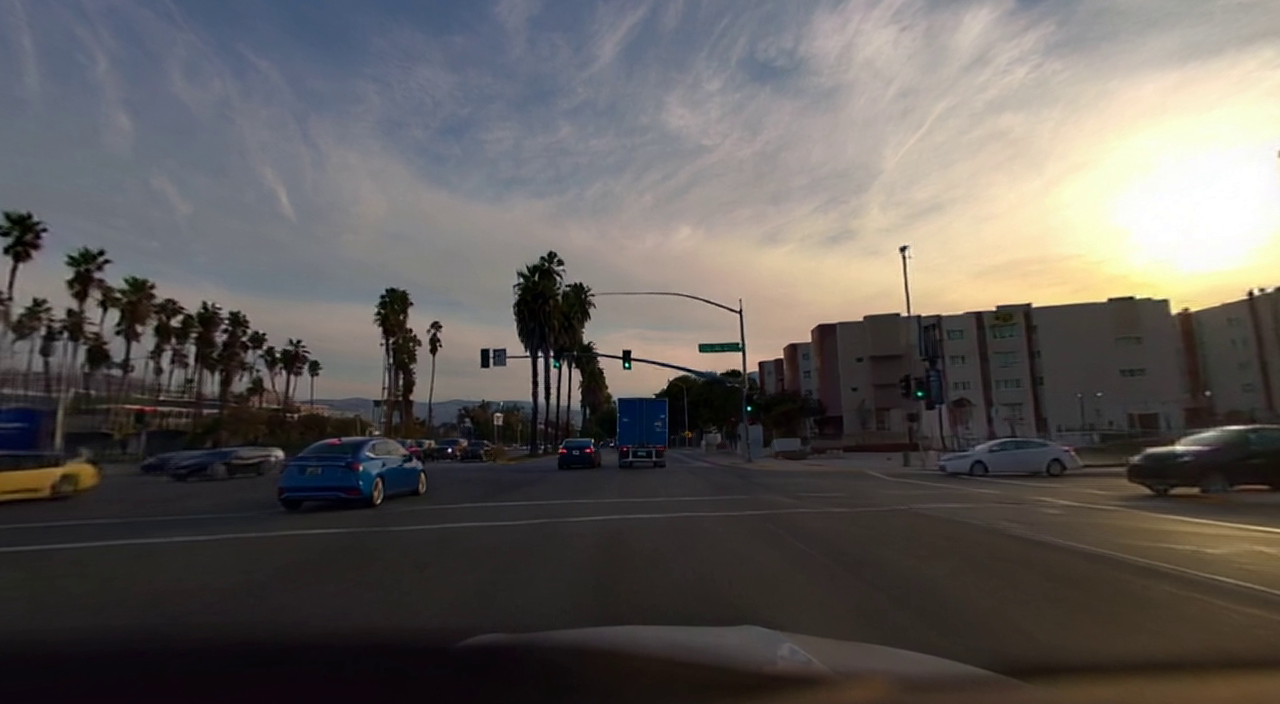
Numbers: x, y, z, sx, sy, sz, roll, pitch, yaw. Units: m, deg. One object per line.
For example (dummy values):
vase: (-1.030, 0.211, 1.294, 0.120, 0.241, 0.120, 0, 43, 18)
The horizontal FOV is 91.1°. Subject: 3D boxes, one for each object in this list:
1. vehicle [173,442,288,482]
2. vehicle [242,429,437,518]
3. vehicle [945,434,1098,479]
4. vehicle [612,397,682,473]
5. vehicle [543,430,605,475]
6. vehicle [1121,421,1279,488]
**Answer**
vehicle: (-17.744, 4.764, 27.507, 1.922, 1.575, 4.620, 0, -8, 0)
vehicle: (-6.381, 2.621, 14.132, 2.045, 1.630, 4.680, 0, -8, 0)
vehicle: (14.665, 4.065, 24.357, 4.568, 1.485, 1.936, -2, -11, 0)
vehicle: (0.306, 4.071, 30.422, 2.993, 3.235, 6.692, 0, -8, 0)
vehicle: (-2.886, 4.564, 28.701, 2.178, 1.826, 4.933, 0, -8, 1)
vehicle: (16.891, 2.847, 17.597, 5.039, 1.744, 2.043, 0, -8, 0)
